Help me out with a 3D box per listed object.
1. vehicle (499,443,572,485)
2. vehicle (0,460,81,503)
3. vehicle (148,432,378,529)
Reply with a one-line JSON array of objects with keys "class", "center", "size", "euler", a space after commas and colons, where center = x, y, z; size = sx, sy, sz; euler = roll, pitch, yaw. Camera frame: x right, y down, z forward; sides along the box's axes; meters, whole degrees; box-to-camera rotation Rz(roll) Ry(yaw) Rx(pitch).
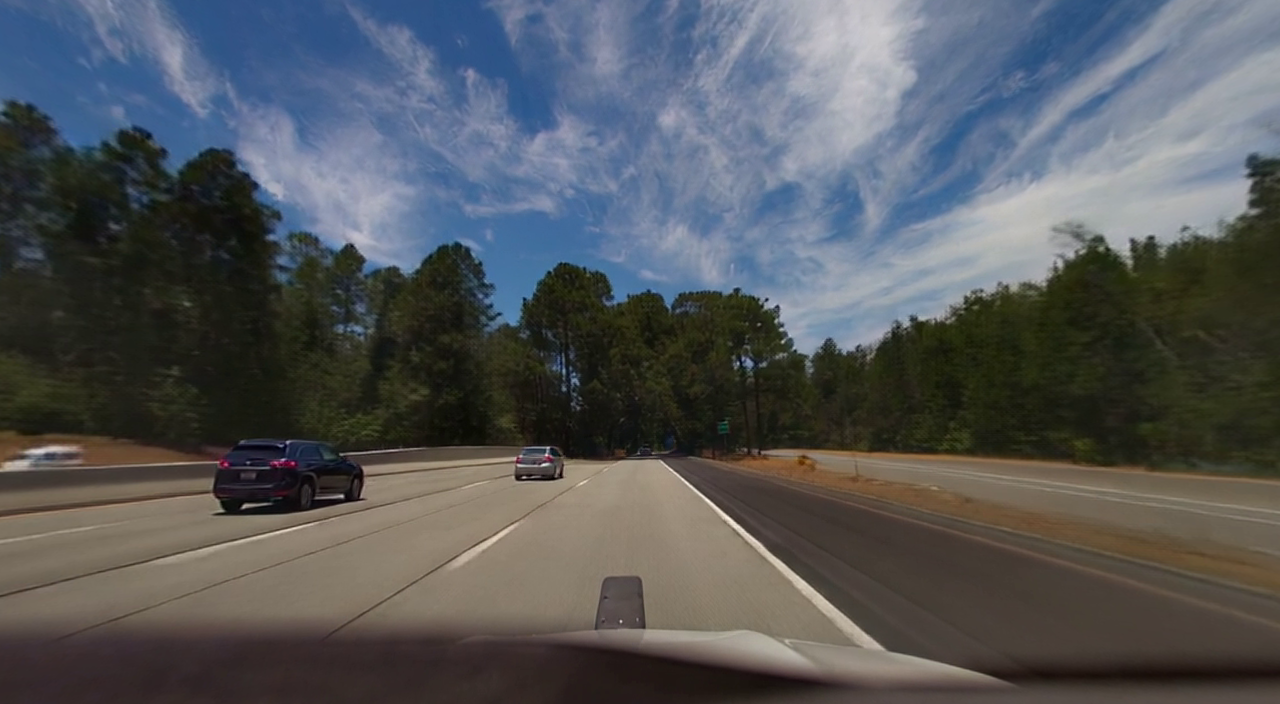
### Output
[{"class": "vehicle", "center": [-4.127, 4.529, 25.781], "size": [2.104, 1.558, 4.639], "euler": [0, -9, 1]}, {"class": "vehicle", "center": [-35.679, 7.274, 35.586], "size": [2.397, 2.184, 6.189], "euler": [0, -9, 1]}, {"class": "vehicle", "center": [-7.268, 2.492, 12.786], "size": [2.007, 1.616, 4.141], "euler": [0, -9, 1]}]
